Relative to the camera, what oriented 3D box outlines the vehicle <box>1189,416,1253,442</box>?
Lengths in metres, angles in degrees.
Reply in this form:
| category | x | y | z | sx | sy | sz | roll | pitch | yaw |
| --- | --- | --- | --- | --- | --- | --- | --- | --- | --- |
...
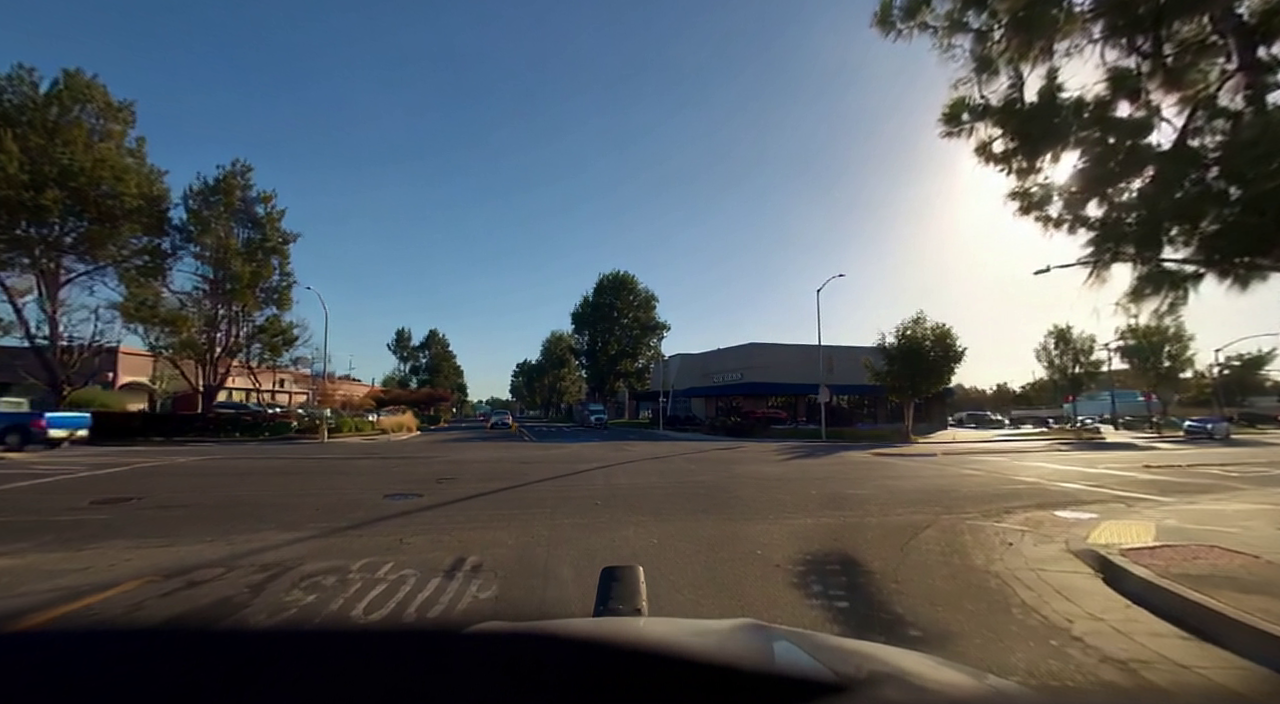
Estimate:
| category | x | y | z | sx | sy | sz | roll | pitch | yaw |
| --- | --- | --- | --- | --- | --- | --- | --- | --- | --- |
| vehicle | 43.267 | 5.752 | 46.703 | 5.333 | 1.837 | 2.124 | 5 | -10 | -34 |

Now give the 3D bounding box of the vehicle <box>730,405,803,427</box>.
| category | x | y | z | sx | sy | sz | roll | pitch | yaw |
| --- | --- | --- | --- | --- | --- | --- | --- | --- | --- |
| vehicle | 8.927 | 4.527 | 44.385 | 4.674 | 1.483 | 1.745 | 1 | -8 | -7 |
